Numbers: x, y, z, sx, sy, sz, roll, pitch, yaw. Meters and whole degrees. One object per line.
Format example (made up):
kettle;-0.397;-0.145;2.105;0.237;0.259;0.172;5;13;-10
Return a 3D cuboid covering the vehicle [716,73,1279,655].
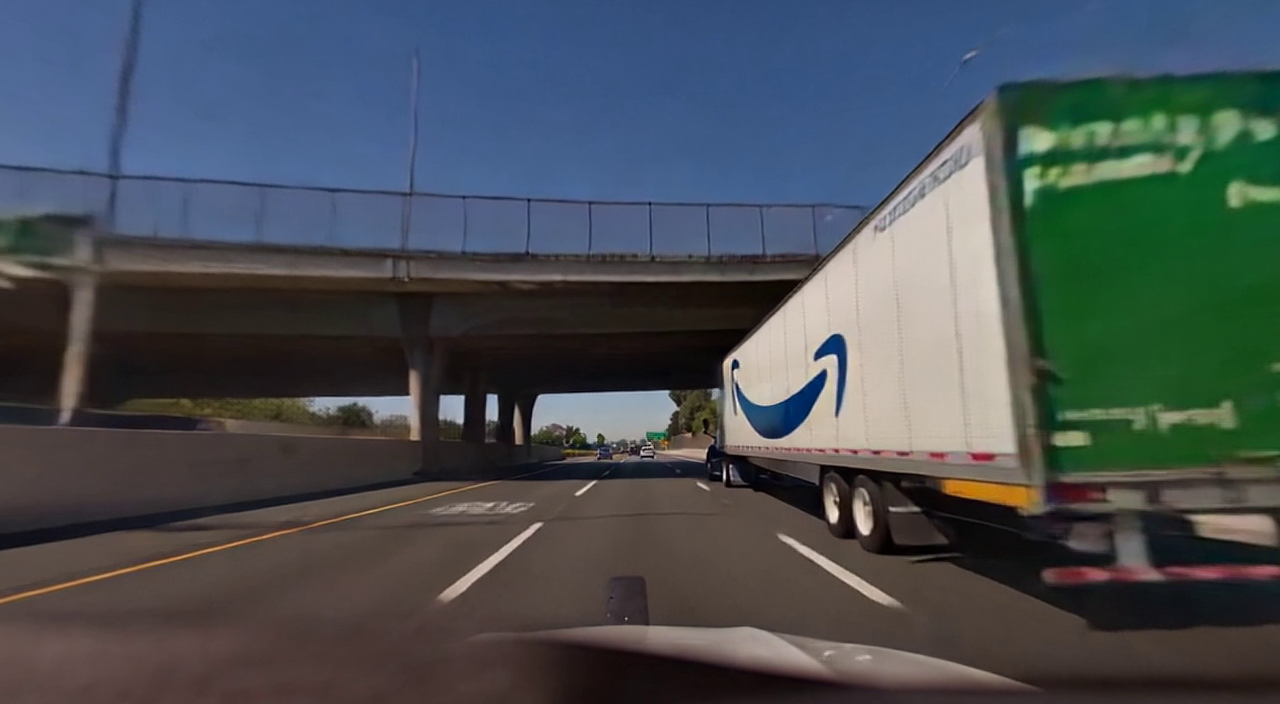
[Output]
vehicle;4.136;1.211;12.809;2.928;4.021;17.190;0;-8;0
